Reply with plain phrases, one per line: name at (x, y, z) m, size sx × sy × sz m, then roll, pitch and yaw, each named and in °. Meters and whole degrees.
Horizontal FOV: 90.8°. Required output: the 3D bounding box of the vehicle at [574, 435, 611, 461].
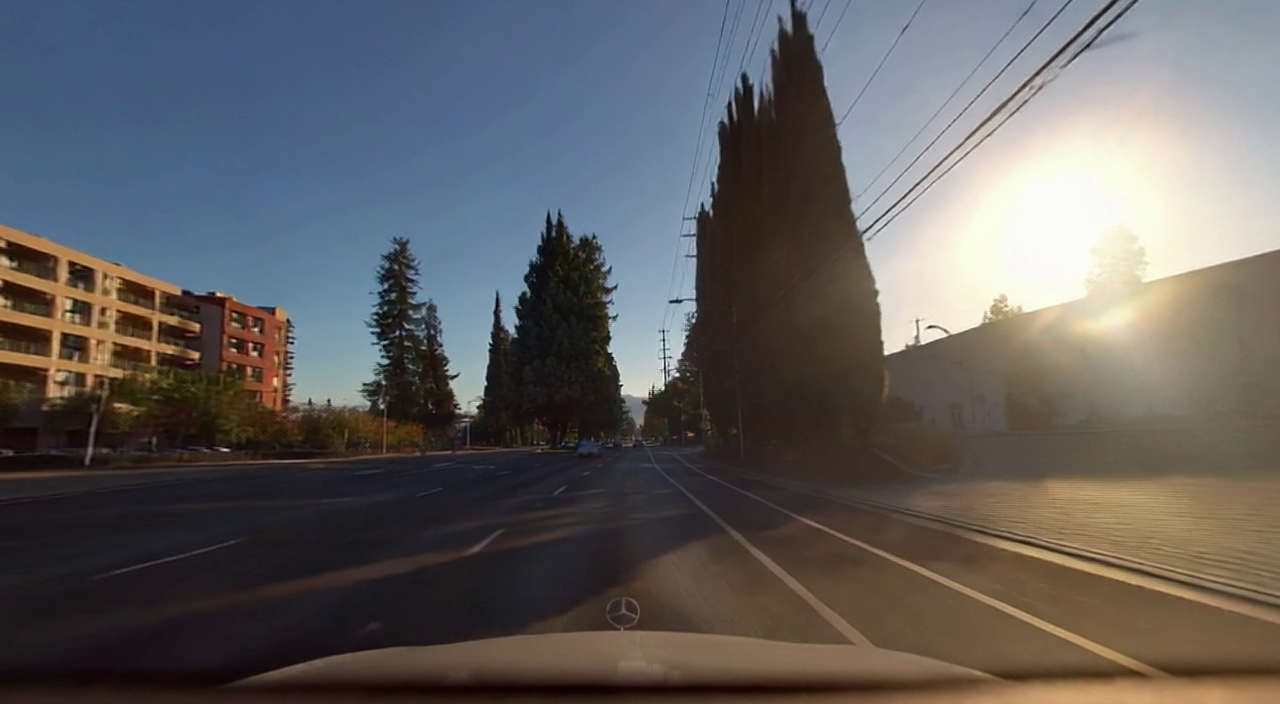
vehicle at (-3.204, 6.553, 43.255) m, size 2.121 × 1.654 × 3.993 m, roll 0°, pitch -8°, yaw 1°
